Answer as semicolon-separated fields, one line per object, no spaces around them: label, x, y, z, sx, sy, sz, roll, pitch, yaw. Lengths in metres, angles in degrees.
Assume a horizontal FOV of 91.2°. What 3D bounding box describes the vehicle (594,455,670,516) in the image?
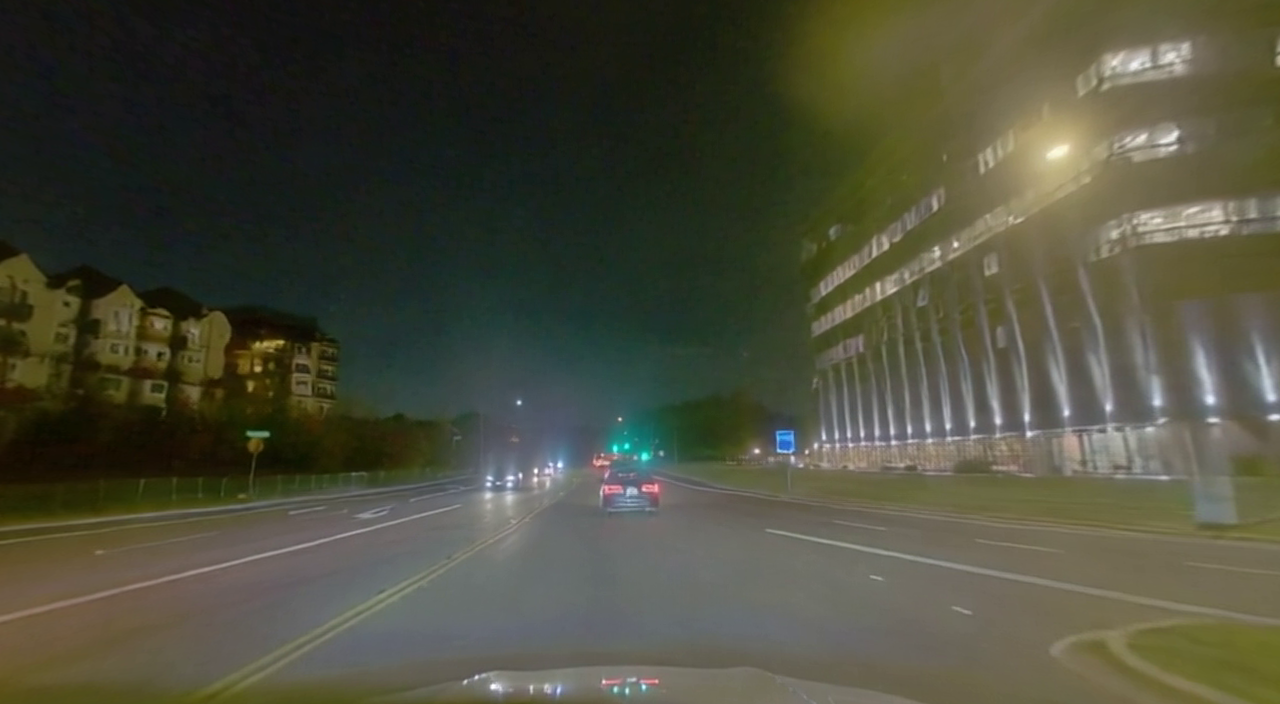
vehicle;-0.344;3.845;18.499;2.014;1.525;3.670;0;-9;-4

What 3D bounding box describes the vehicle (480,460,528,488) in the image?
vehicle;-8.244;7.415;38.418;2.018;1.498;4.168;-1;-9;0
